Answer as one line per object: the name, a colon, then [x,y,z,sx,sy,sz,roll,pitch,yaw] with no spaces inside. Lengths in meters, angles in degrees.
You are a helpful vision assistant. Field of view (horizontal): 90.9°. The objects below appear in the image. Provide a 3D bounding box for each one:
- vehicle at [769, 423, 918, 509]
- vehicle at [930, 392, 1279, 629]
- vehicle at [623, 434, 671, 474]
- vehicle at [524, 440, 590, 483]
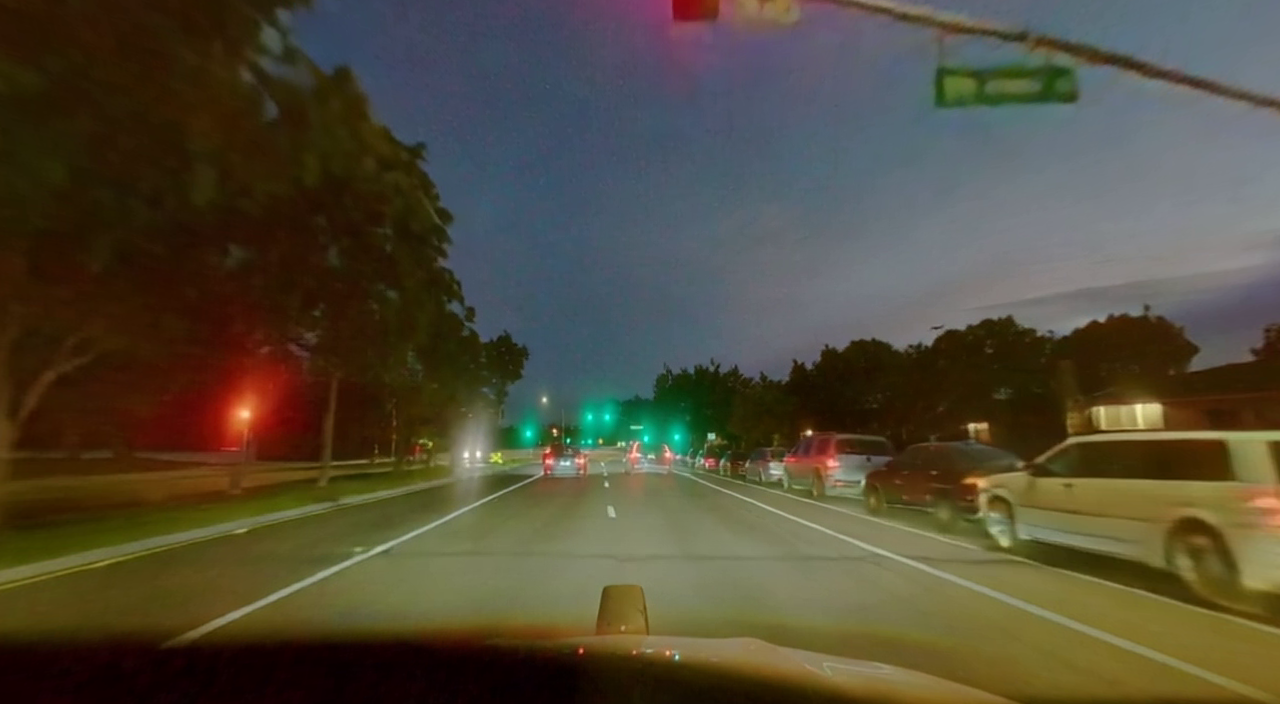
vehicle: [5.163,2.961,16.884,2.177,1.966,4.707,0,-8,-3]
vehicle: [5.814,1.598,7.046,2.184,1.786,5.497,2,-9,-4]
vehicle: [0.257,4.949,30.817,2.073,1.822,4.276,0,-8,-3]
vehicle: [-3.023,4.056,23.685,2.140,1.474,4.026,0,-8,-3]
